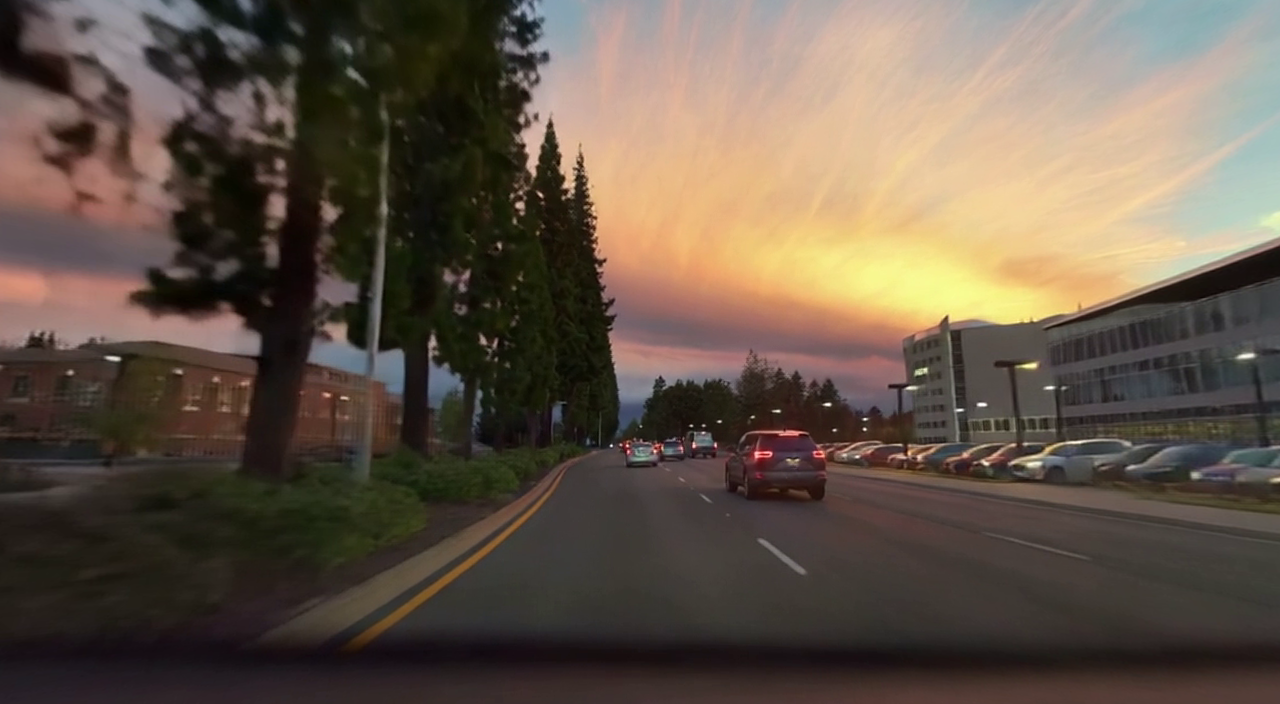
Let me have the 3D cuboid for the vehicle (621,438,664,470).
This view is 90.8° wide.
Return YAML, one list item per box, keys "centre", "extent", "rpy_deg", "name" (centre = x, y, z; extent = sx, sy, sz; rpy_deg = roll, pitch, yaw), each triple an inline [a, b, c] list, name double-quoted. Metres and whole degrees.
- centre: [0.088, 5.513, 34.250]
  extent: [2.145, 1.572, 4.021]
  rpy_deg: [0, -9, -1]
  name: "vehicle"

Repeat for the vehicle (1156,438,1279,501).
- centre: [16.965, 3.223, 17.784]
  extent: [4.670, 1.540, 1.999]
  rpy_deg: [4, -10, -29]
  name: "vehicle"

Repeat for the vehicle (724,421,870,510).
- centre: [3.560, 2.704, 15.485]
  extent: [2.235, 1.806, 4.818]
  rpy_deg: [0, -9, -1]
  name: "vehicle"
